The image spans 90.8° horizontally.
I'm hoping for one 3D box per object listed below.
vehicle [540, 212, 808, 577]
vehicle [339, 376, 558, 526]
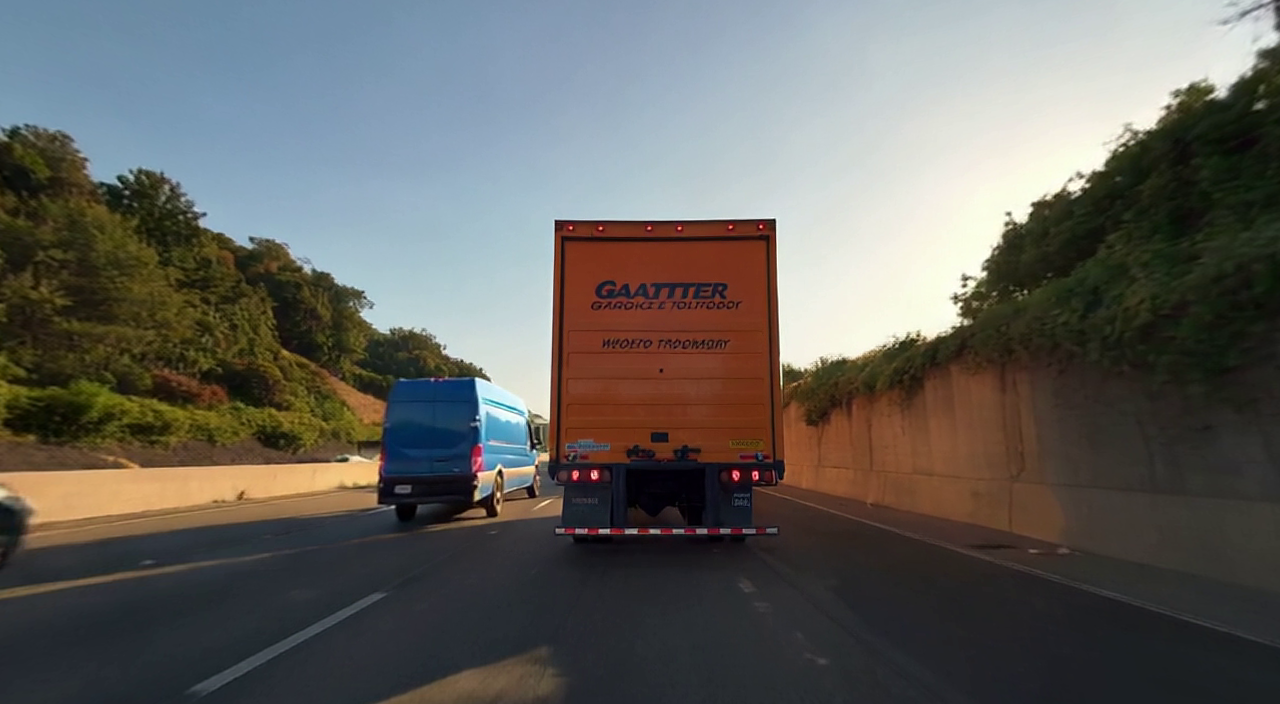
[{"bbox_3d":[0.485,1.217,12.238,2.853,4.054,10.557,0,-9,1],"label":"vehicle"},{"bbox_3d":[-4.389,2.736,17.606,2.790,2.893,10.715,0,-9,0],"label":"vehicle"}]
